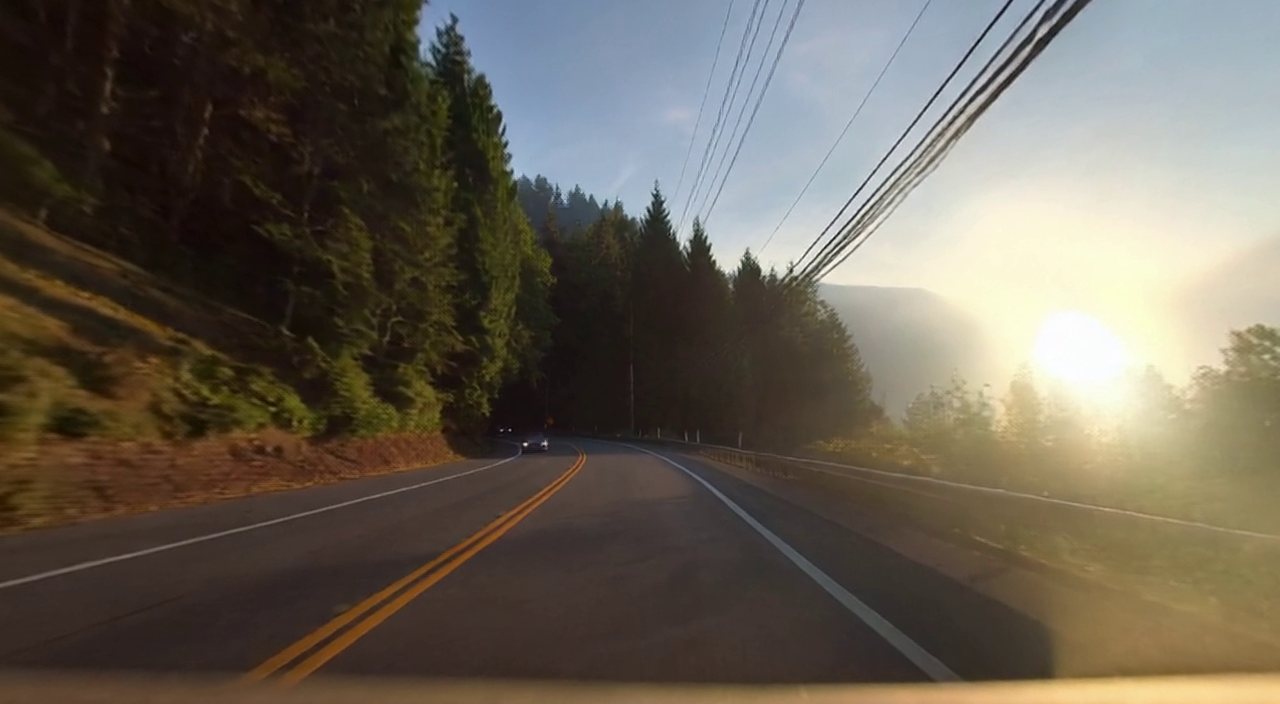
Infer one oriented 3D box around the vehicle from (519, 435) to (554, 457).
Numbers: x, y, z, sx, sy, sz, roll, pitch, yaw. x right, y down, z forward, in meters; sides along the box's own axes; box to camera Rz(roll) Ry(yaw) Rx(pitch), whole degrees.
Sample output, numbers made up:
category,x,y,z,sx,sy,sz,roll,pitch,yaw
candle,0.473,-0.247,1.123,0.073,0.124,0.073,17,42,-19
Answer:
category,x,y,z,sx,sy,sz,roll,pitch,yaw
vehicle,-7.141,6.513,43.898,2.060,1.466,4.263,1,-8,-5
